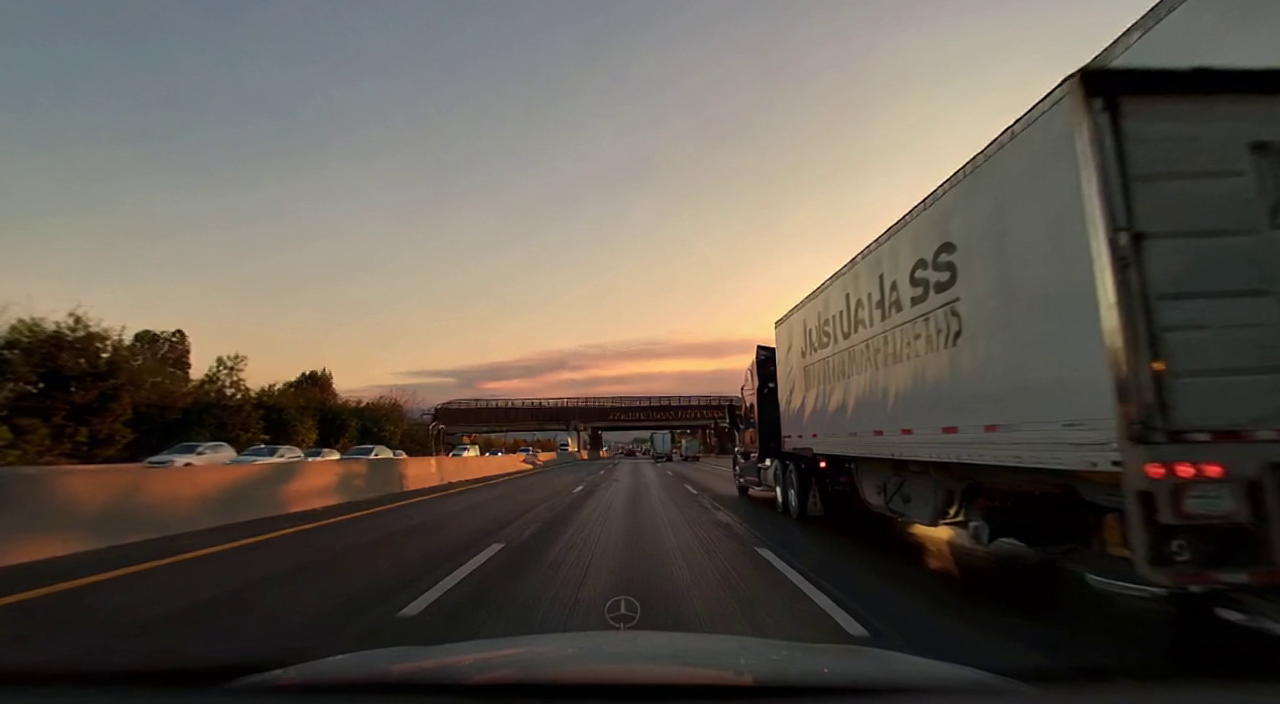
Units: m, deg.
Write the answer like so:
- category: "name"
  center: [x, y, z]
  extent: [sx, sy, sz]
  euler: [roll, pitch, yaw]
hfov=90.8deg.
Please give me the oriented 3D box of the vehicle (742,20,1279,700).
- category: "vehicle"
  center: [3.397, 0.436, 7.521]
  extent: [3.210, 4.239, 7.307]
  euler: [0, -9, 1]

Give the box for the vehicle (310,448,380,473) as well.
- category: "vehicle"
  center: [-17.553, 6.455, 37.791]
  extent: [2.164, 1.436, 4.171]
  euler: [0, -9, 0]
